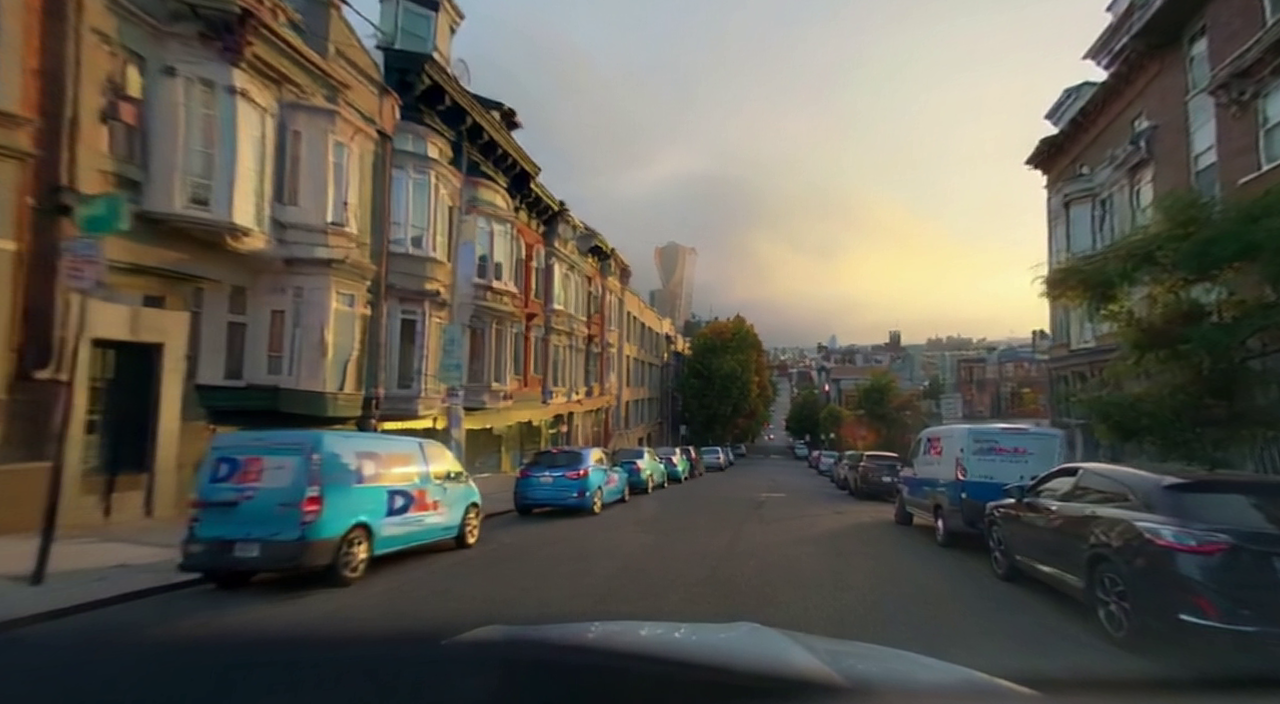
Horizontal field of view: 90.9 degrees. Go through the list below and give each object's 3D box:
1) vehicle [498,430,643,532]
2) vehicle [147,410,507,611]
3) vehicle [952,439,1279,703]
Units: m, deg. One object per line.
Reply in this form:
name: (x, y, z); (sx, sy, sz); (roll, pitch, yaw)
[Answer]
vehicle: (-1.247, 2.510, 13.120); (1.867, 1.519, 3.920); (1, -4, 11)
vehicle: (-2.929, 1.463, 6.670); (1.875, 1.564, 2.982); (-1, -8, 12)
vehicle: (4.521, 1.563, 5.725); (1.834, 1.508, 4.743); (-1, -8, 12)
